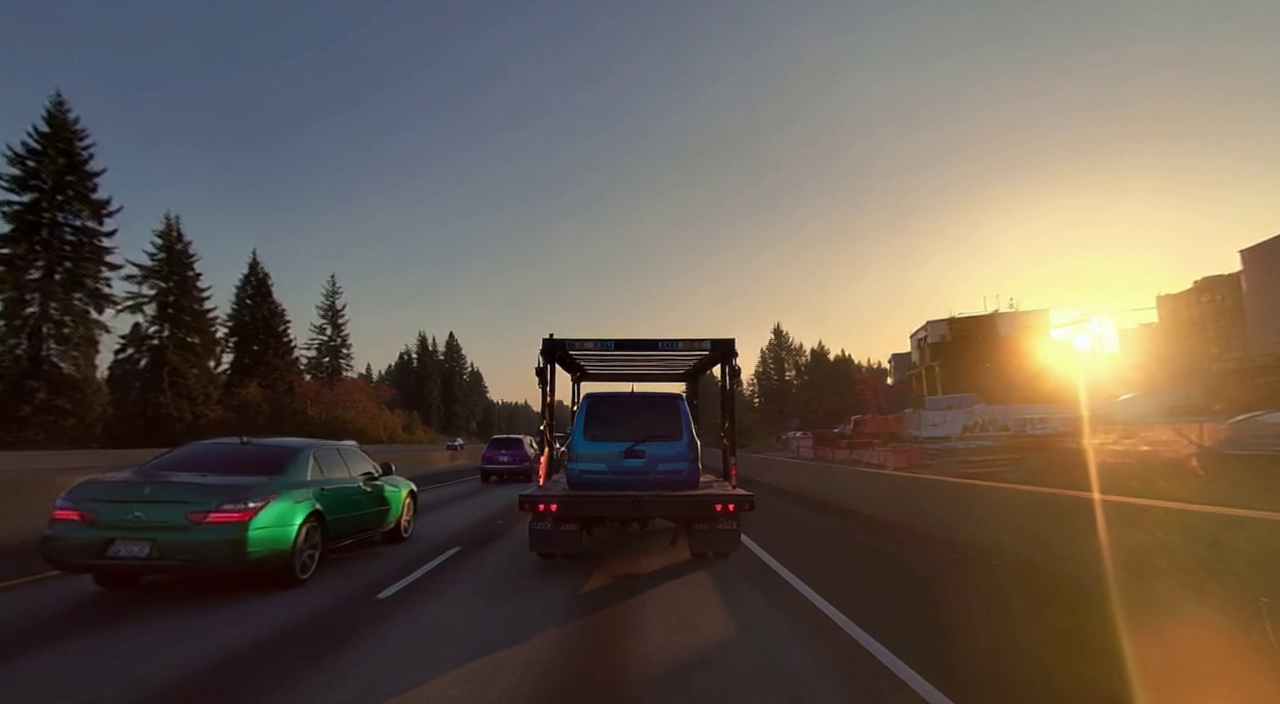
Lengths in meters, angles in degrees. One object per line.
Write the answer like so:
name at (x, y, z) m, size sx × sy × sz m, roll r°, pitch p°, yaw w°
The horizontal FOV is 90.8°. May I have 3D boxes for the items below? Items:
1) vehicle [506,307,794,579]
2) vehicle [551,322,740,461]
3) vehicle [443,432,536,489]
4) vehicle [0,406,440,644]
vehicle at (-0.186, 1.626, 11.312) m, size 2.735 × 2.597 × 10.435 m, roll 1°, pitch -9°, yaw -3°
vehicle at (-0.057, 0.797, 9.622) m, size 2.156 × 1.604 × 4.680 m, roll 0°, pitch -9°, yaw -3°
vehicle at (-4.816, 3.547, 20.950) m, size 2.057 × 1.665 × 4.572 m, roll 0°, pitch -9°, yaw -1°
vehicle at (-3.951, 1.485, 6.597) m, size 2.155 × 1.513 × 4.964 m, roll 0°, pitch -9°, yaw -1°
